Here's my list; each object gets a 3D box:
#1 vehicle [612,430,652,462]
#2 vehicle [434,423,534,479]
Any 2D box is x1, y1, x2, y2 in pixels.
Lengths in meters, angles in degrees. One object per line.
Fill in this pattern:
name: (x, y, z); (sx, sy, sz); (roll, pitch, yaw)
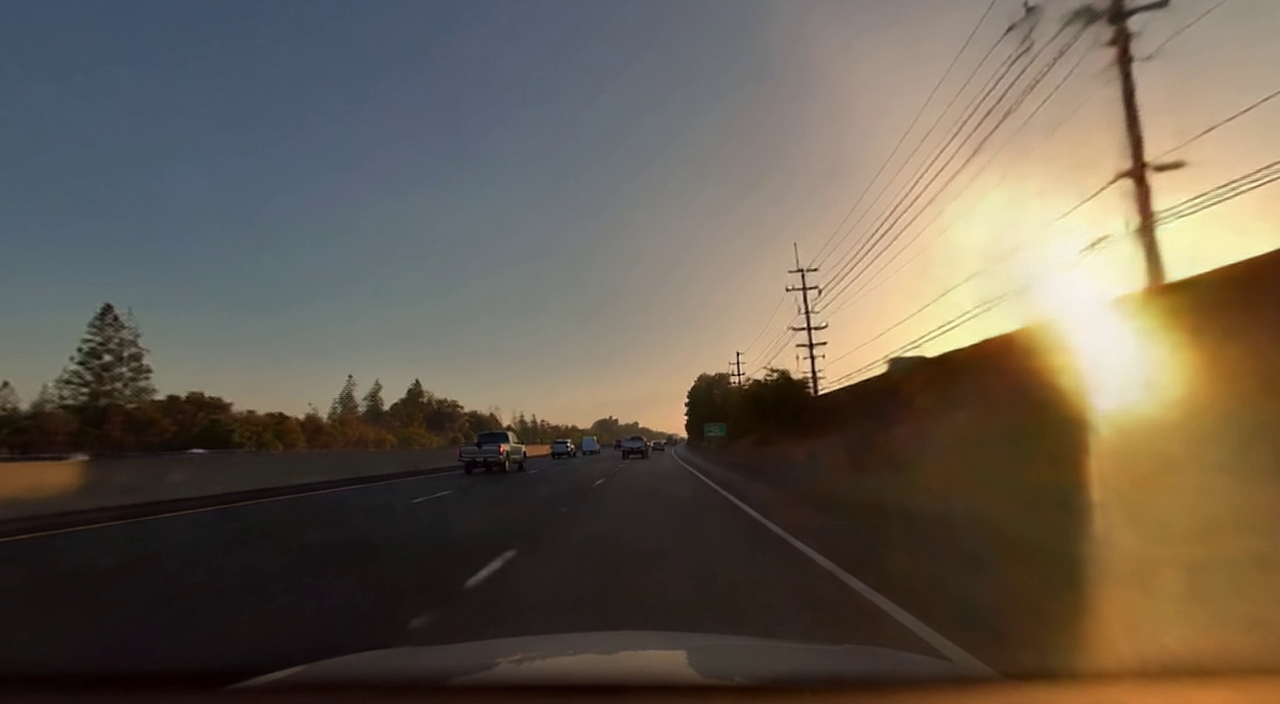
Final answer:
vehicle: (-0.470, 6.406, 43.157); (2.448, 2.025, 5.193); (-1, -8, 3)
vehicle: (-6.273, 4.096, 26.379); (2.460, 1.992, 6.474); (-1, -8, 1)
